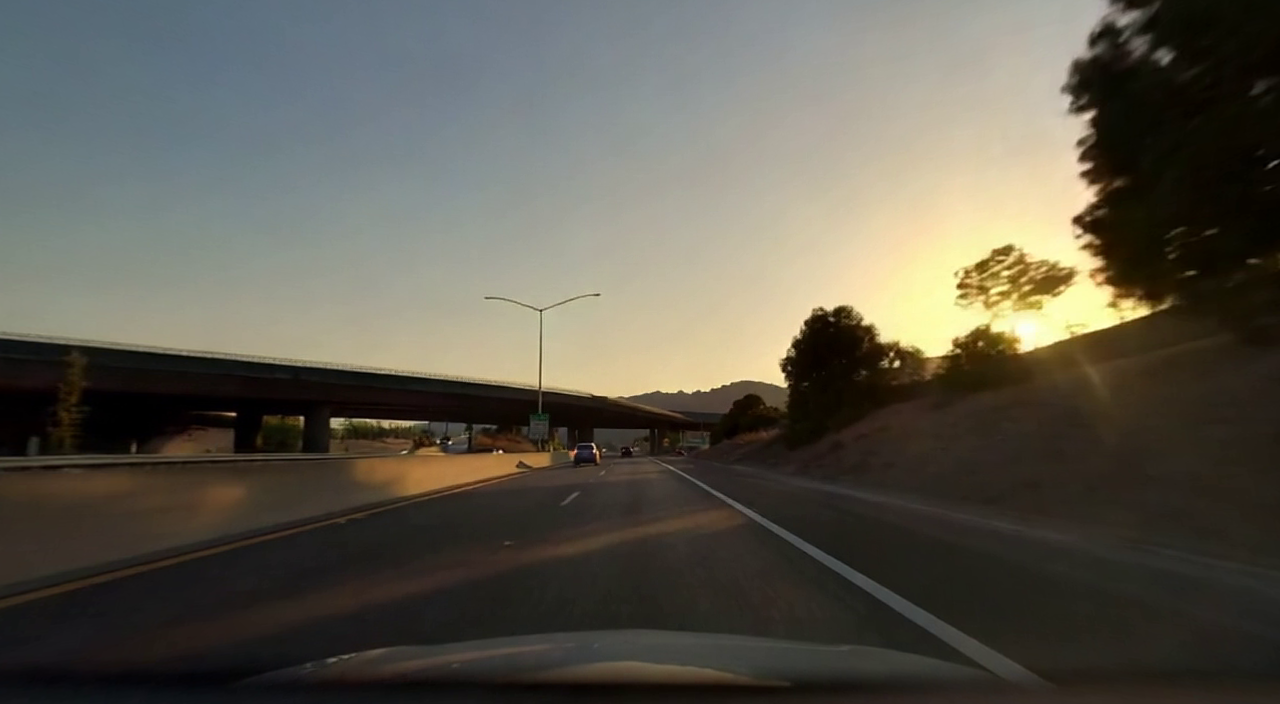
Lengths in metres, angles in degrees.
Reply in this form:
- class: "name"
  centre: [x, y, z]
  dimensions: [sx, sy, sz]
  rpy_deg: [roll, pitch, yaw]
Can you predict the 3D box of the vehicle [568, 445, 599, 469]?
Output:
- class: "vehicle"
  centre: [-3.925, 7.344, 44.246]
  dimensions: [1.835, 1.531, 3.811]
  rpy_deg: [0, -9, -1]
